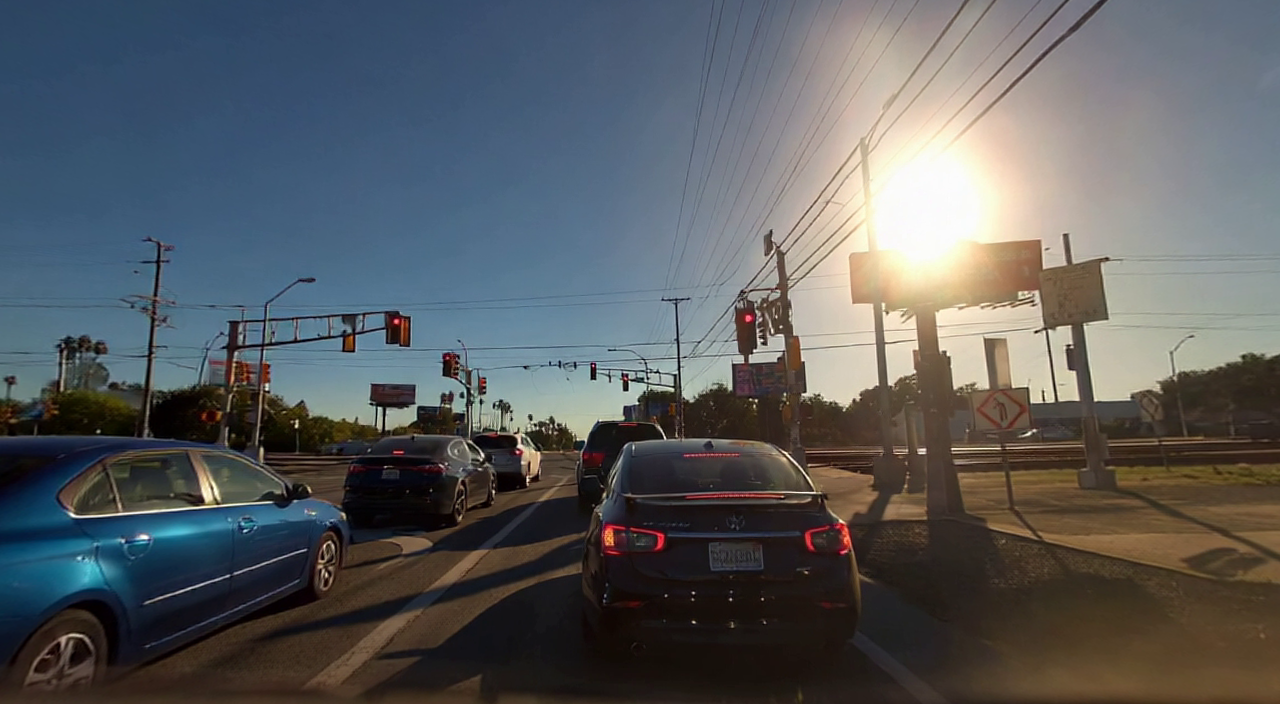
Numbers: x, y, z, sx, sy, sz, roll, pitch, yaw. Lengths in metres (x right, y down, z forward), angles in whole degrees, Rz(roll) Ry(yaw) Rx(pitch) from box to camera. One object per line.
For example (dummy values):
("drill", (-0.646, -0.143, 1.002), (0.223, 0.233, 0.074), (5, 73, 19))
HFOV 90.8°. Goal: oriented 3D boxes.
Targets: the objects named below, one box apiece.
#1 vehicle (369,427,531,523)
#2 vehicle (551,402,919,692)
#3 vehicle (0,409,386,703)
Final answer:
("vehicle", (-3.370, 2.260, 12.080), (1.984, 1.505, 3.982), (0, -9, -2))
("vehicle", (0.402, 1.338, 5.458), (1.998, 1.529, 3.960), (1, -9, -4))
("vehicle", (-3.716, 1.249, 4.451), (1.956, 1.468, 4.585), (0, -9, 0))
